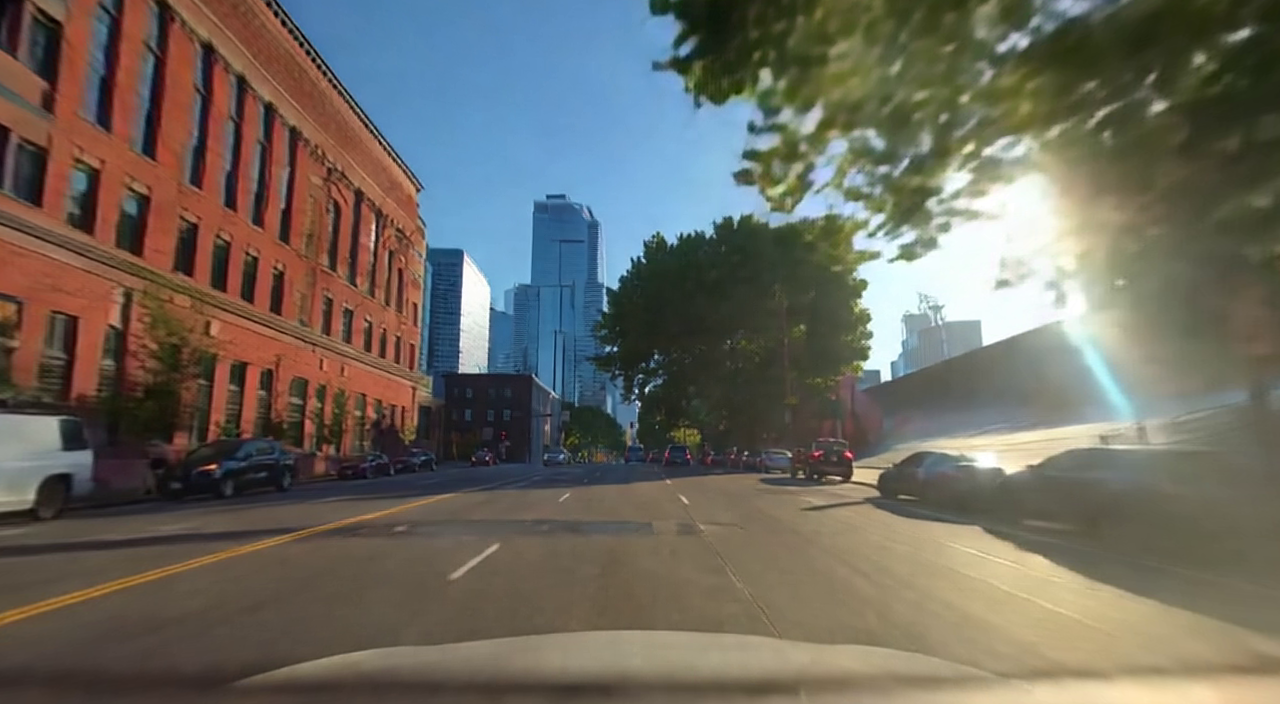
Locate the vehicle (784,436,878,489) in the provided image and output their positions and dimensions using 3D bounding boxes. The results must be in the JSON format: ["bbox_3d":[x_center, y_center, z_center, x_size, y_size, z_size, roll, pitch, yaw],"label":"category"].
[{"bbox_3d":[7.892,4.618,26.785,2.305,1.984,5.002,0,-9,-1],"label":"vehicle"}]

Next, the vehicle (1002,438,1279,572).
[{"bbox_3d":[7.882,2.204,9.840,2.054,1.628,3.841,0,-9,-2],"label":"vehicle"}]

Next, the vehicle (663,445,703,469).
[{"bbox_3d":[2.850,7.142,43.138,2.238,1.499,4.964,0,-8,-2],"label":"vehicle"}]

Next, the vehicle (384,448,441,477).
[{"bbox_3d":[-15.054,7.287,42.058,2.063,1.735,4.317,1,-8,1],"label":"vehicle"}]

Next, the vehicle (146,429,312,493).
[{"bbox_3d":[-14.325,3.993,22.574,2.330,2.013,5.310,0,-12,-1],"label":"vehicle"}]

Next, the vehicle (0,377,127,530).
[{"bbox_3d":[-14.604,1.985,12.432,3.047,3.098,6.783,1,-8,2],"label":"vehicle"}]

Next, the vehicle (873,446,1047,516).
[{"bbox_3d":[7.846,3.183,16.115,2.018,1.489,4.620,-1,-9,0],"label":"vehicle"}]

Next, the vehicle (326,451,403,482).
[{"bbox_3d":[-14.995,6.244,34.717,1.953,1.456,4.690,0,-8,2],"label":"vehicle"}]

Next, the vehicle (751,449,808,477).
[{"bbox_3d":[7.845,6.300,36.024,2.030,1.444,4.832,0,-9,-2],"label":"vehicle"}]
